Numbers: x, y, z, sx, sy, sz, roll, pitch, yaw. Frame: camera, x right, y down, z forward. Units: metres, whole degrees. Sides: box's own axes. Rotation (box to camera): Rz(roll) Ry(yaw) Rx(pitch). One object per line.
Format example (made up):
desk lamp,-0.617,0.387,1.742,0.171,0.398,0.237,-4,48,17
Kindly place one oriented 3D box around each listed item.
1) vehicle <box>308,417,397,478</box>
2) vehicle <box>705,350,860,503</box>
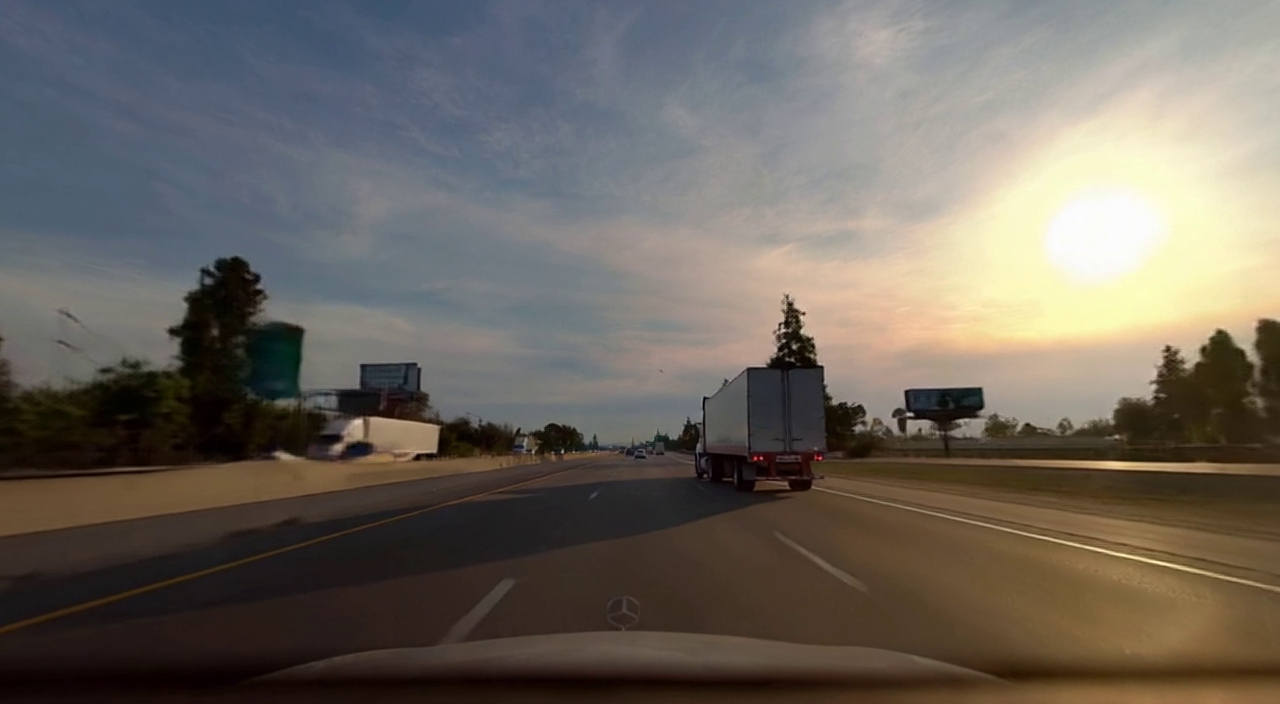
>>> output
vehicle,-20.477,6.872,45.416,3.367,4.049,6.073,0,-9,0
vehicle,4.633,3.012,23.978,3.058,4.312,12.251,0,-9,0
